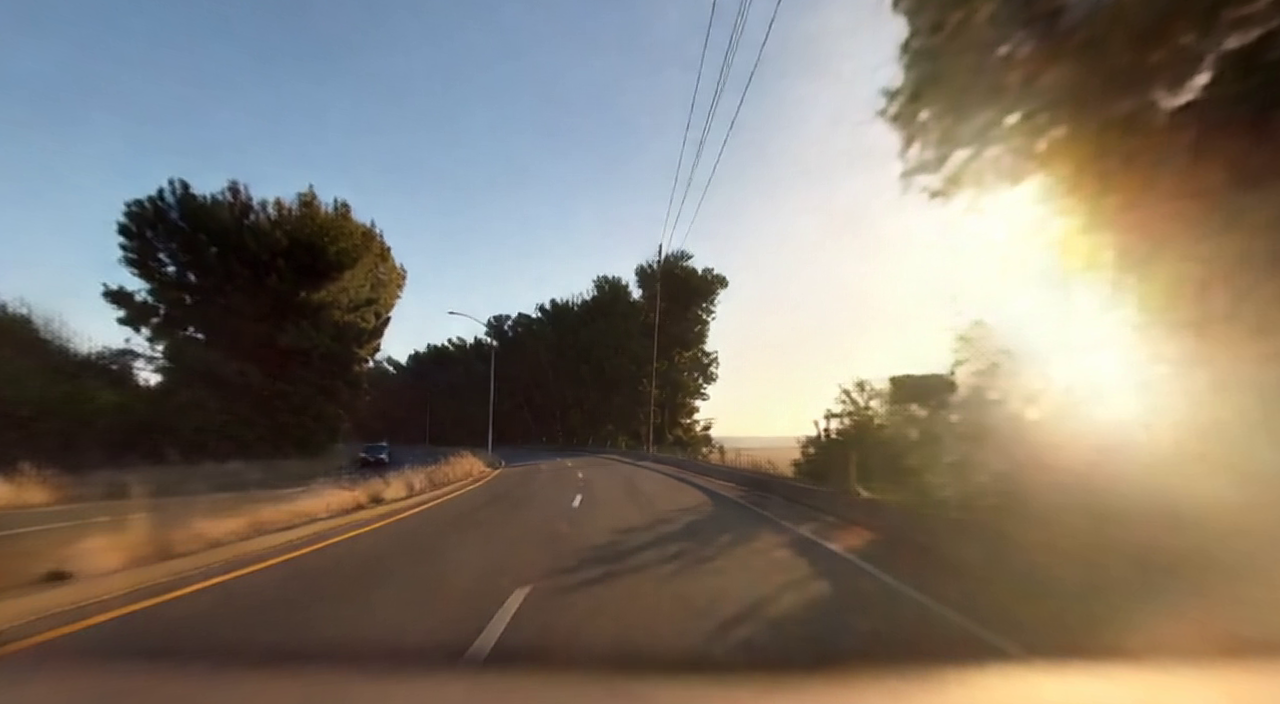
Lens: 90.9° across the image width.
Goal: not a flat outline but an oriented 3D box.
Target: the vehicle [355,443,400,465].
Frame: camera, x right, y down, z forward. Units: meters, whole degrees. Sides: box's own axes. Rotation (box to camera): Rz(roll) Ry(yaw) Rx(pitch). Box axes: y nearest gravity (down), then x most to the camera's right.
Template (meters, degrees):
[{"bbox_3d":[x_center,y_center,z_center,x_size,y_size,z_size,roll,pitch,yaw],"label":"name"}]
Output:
[{"bbox_3d":[-18.363,7.152,44.258,1.998,1.430,4.755,2,-8,-12],"label":"vehicle"}]
